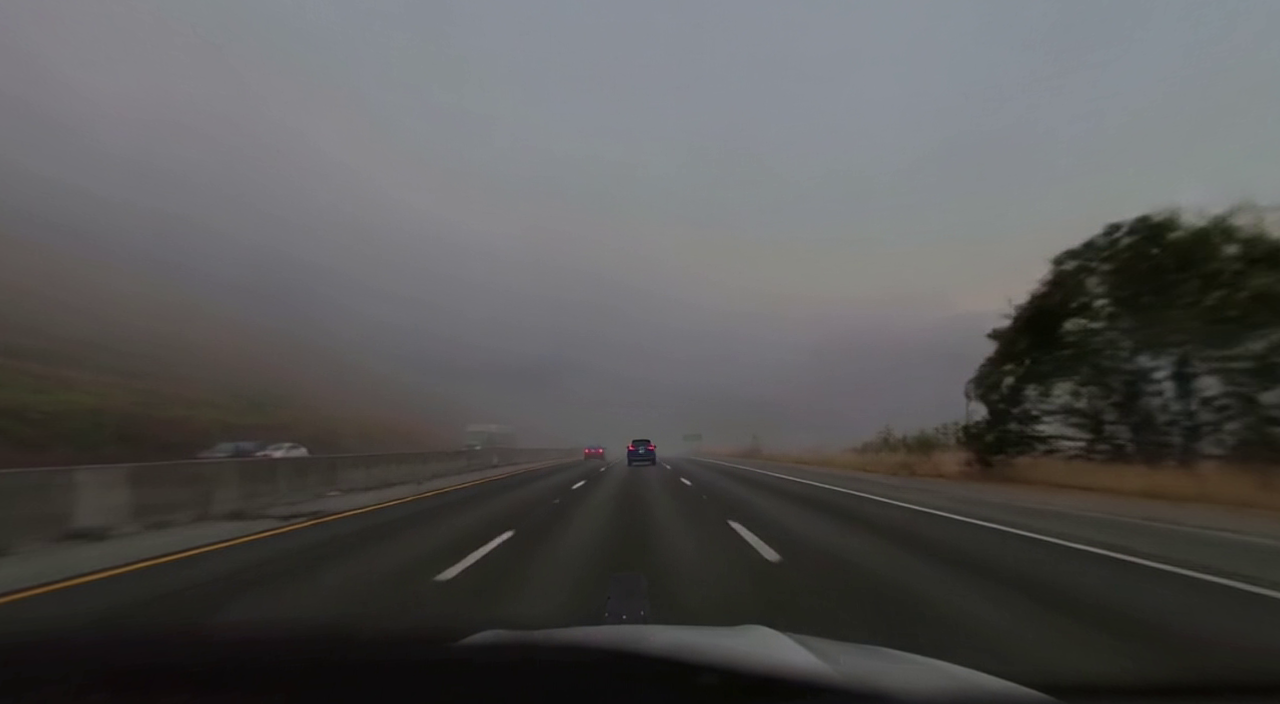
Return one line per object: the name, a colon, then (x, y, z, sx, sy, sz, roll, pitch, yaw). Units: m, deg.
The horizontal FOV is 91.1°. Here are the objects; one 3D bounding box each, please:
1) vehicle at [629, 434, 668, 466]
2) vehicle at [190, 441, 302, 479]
vehicle: (0.503, 6.122, 39.361, 2.272, 1.836, 4.866, 0, -8, 0)
vehicle: (-17.675, 4.837, 28.507, 1.939, 1.540, 4.874, 0, -8, 0)
